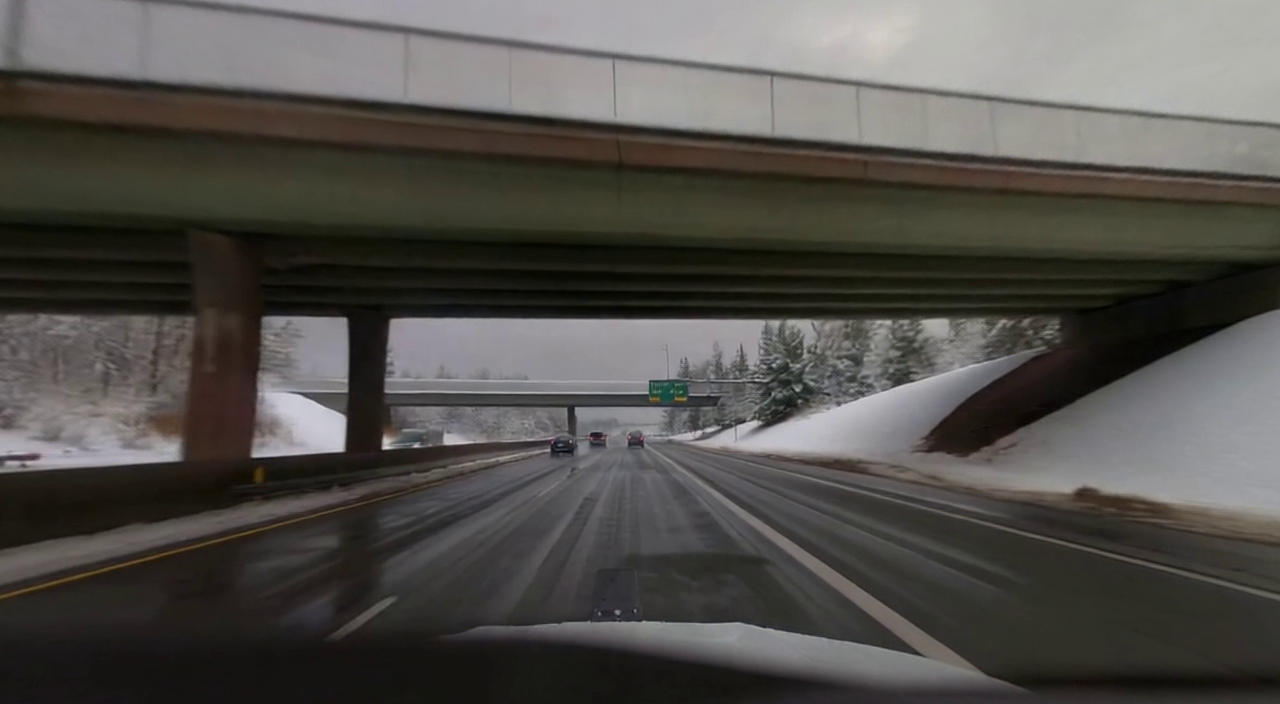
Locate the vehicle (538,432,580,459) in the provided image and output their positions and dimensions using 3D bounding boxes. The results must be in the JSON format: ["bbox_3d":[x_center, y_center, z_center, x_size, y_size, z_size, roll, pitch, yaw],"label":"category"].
[{"bbox_3d":[-4.696,5.484,37.108,1.933,1.473,4.023,0,-8,0],"label":"vehicle"}]

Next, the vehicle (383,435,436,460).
[{"bbox_3d":[-13.758,5.706,37.785,1.769,1.427,3.692,0,-8,0],"label":"vehicle"}]
